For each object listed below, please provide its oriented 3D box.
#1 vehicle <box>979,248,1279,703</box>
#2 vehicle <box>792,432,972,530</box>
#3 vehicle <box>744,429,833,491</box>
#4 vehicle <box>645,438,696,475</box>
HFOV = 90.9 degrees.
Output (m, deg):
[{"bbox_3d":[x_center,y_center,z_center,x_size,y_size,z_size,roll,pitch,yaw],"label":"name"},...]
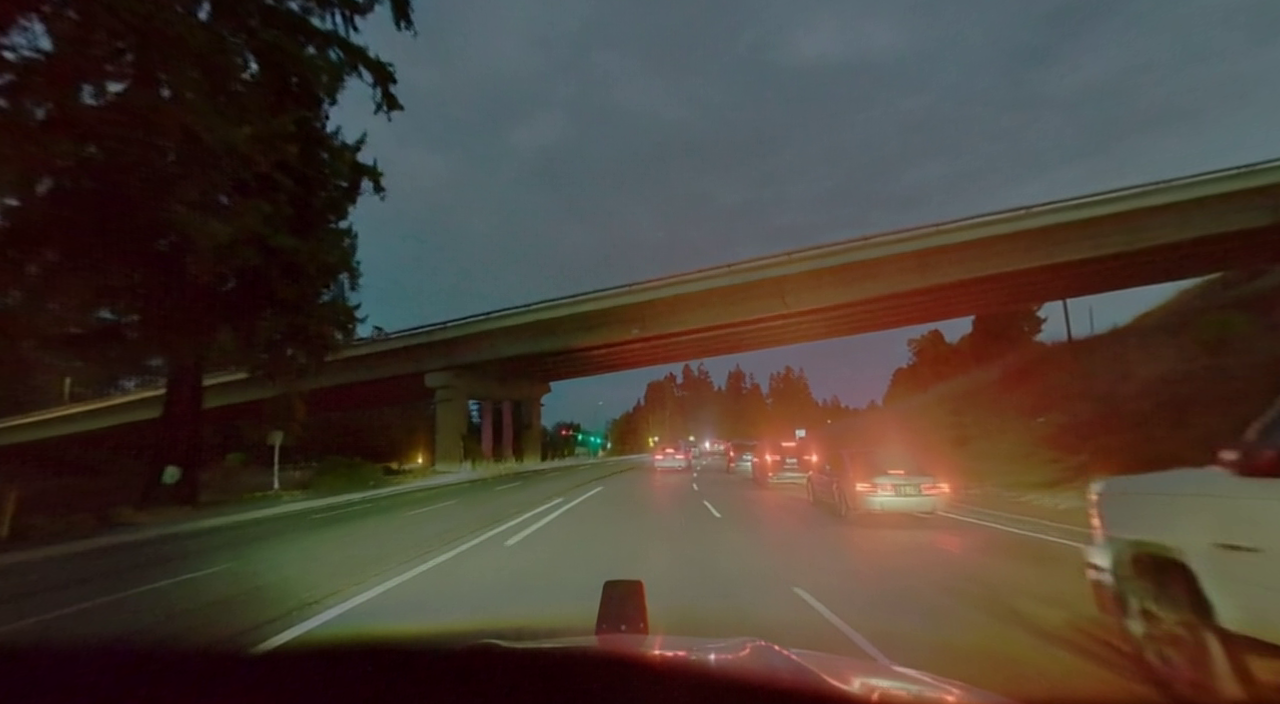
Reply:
[{"bbox_3d":[3.316,0.530,1.501,2.273,1.944,4.866,0,-8,0],"label":"vehicle"},{"bbox_3d":[4.280,2.316,11.879,1.911,1.525,3.755,0,-8,1],"label":"vehicle"},{"bbox_3d":[4.589,3.407,20.185,1.947,1.745,4.452,0,-8,2],"label":"vehicle"},{"bbox_3d":[1.413,4.559,27.743,2.078,1.506,4.058,-1,-8,5],"label":"vehicle"}]
